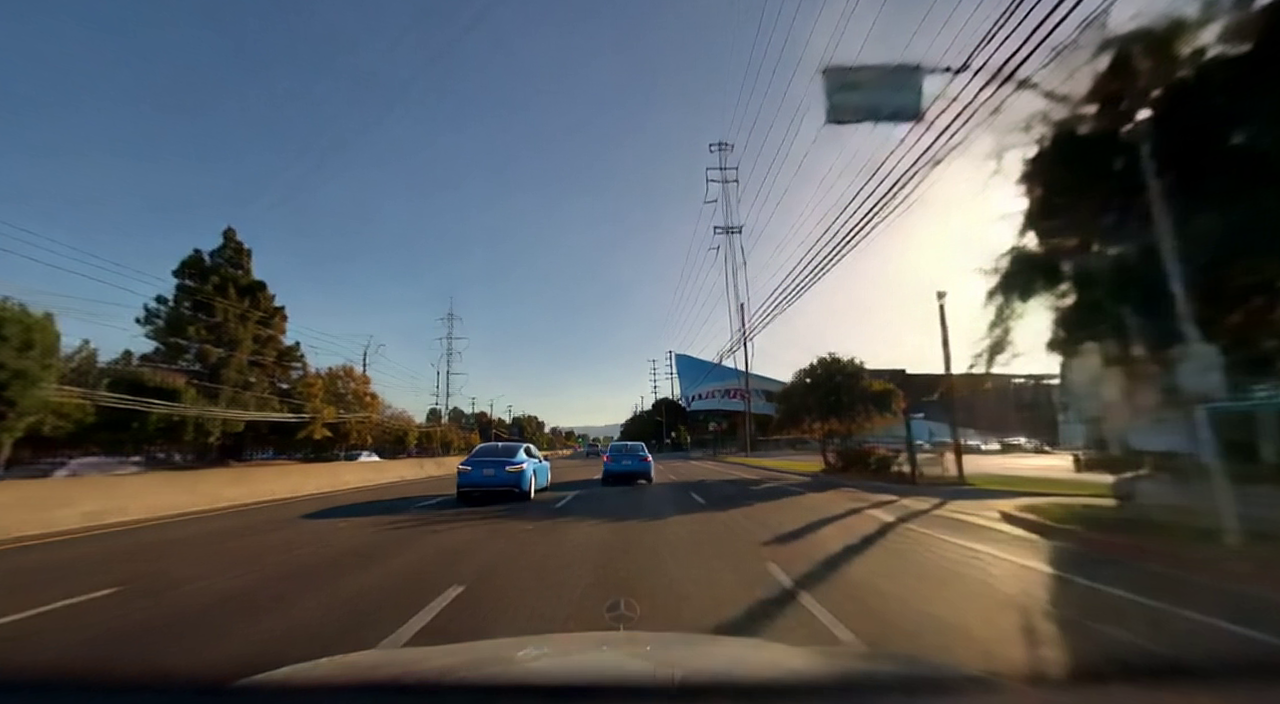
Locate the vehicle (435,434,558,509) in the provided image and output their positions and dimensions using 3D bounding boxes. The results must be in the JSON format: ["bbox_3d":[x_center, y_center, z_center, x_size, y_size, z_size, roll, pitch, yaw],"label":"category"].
[{"bbox_3d":[-3.475,2.987,16.358,1.985,1.607,4.892,0,-8,1],"label":"vehicle"}]

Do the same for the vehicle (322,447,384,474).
[{"bbox_3d":[-19.482,7.387,43.154,2.040,1.696,4.591,0,-8,0],"label":"vehicle"}]

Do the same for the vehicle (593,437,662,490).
[{"bbox_3d":[-0.395,3.809,21.995,2.189,1.652,4.135,0,-8,0],"label":"vehicle"}]
